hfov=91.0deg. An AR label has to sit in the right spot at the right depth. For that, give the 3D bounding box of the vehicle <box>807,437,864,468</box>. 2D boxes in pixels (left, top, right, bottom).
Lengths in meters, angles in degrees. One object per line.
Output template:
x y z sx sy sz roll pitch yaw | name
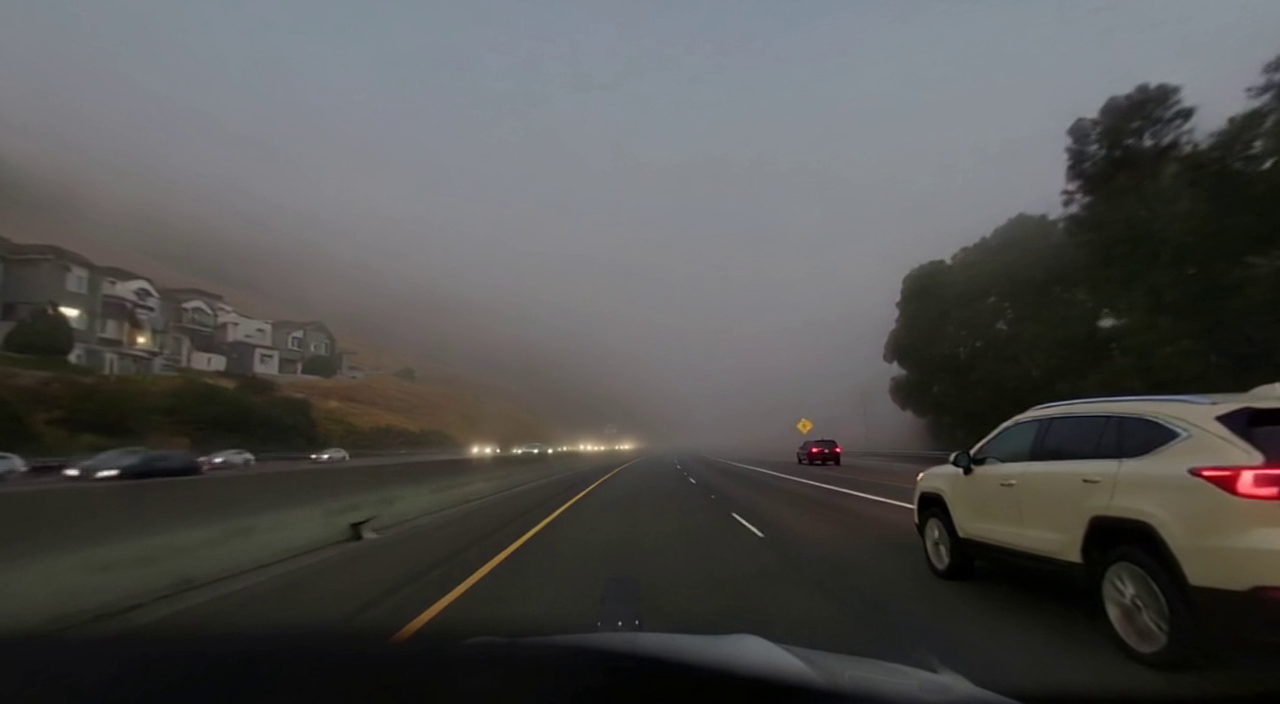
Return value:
11.871 6.129 38.555 2.043 1.714 4.453 -1 -8 0 | vehicle

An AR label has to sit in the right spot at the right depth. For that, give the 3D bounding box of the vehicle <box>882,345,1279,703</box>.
4.040 1.156 4.955 2.318 1.766 4.587 0 -8 -1 | vehicle

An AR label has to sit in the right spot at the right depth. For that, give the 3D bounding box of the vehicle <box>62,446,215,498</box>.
-19.570 4.654 24.929 2.015 1.766 4.837 -1 -8 1 | vehicle
